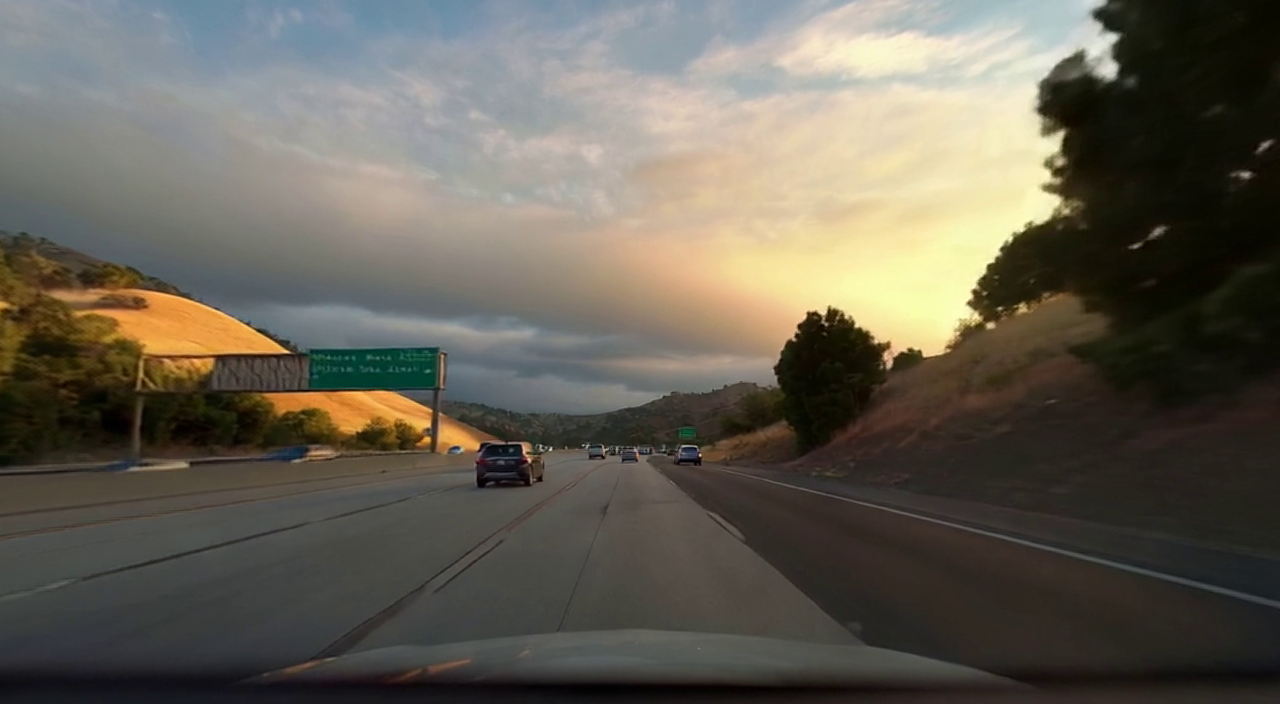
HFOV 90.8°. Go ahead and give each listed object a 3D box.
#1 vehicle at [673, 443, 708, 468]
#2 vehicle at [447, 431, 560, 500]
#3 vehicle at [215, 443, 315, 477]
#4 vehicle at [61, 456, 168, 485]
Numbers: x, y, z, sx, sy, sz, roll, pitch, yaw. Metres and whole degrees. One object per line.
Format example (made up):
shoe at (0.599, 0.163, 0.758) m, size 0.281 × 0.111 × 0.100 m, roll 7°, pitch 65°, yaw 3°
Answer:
vehicle at (3.693, 7.661, 46.984) m, size 2.164 × 1.788 × 4.500 m, roll 0°, pitch -9°, yaw -2°
vehicle at (-3.693, 3.190, 18.099) m, size 2.166 × 1.700 × 4.661 m, roll 0°, pitch -9°, yaw 0°
vehicle at (-21.810, 6.282, 37.115) m, size 2.154 × 1.819 × 6.021 m, roll 0°, pitch -9°, yaw 0°
vehicle at (-29.248, 6.571, 35.374) m, size 1.842 × 1.438 × 4.842 m, roll 0°, pitch -9°, yaw 0°
